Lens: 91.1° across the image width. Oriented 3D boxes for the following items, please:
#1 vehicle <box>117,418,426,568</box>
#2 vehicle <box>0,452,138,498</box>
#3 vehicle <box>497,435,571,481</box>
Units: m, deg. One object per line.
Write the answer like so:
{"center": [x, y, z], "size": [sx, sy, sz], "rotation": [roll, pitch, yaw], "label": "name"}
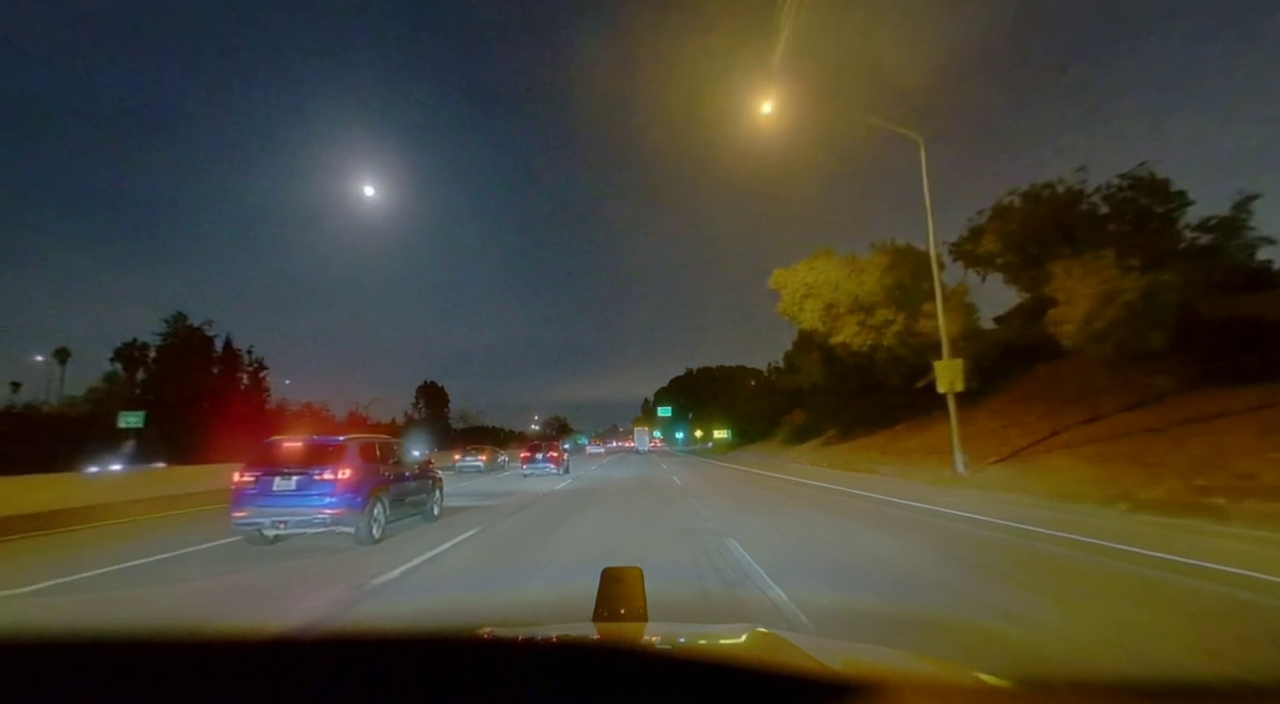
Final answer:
{"center": [-4.747, 1.843, 8.953], "size": [1.969, 1.633, 3.962], "rotation": [0, -8, 0], "label": "vehicle"}
{"center": [-20.470, 4.280, 22.231], "size": [1.848, 1.427, 4.202], "rotation": [0, -8, 1], "label": "vehicle"}
{"center": [-4.164, 4.239, 25.364], "size": [2.154, 1.693, 4.394], "rotation": [0, -8, 1], "label": "vehicle"}
